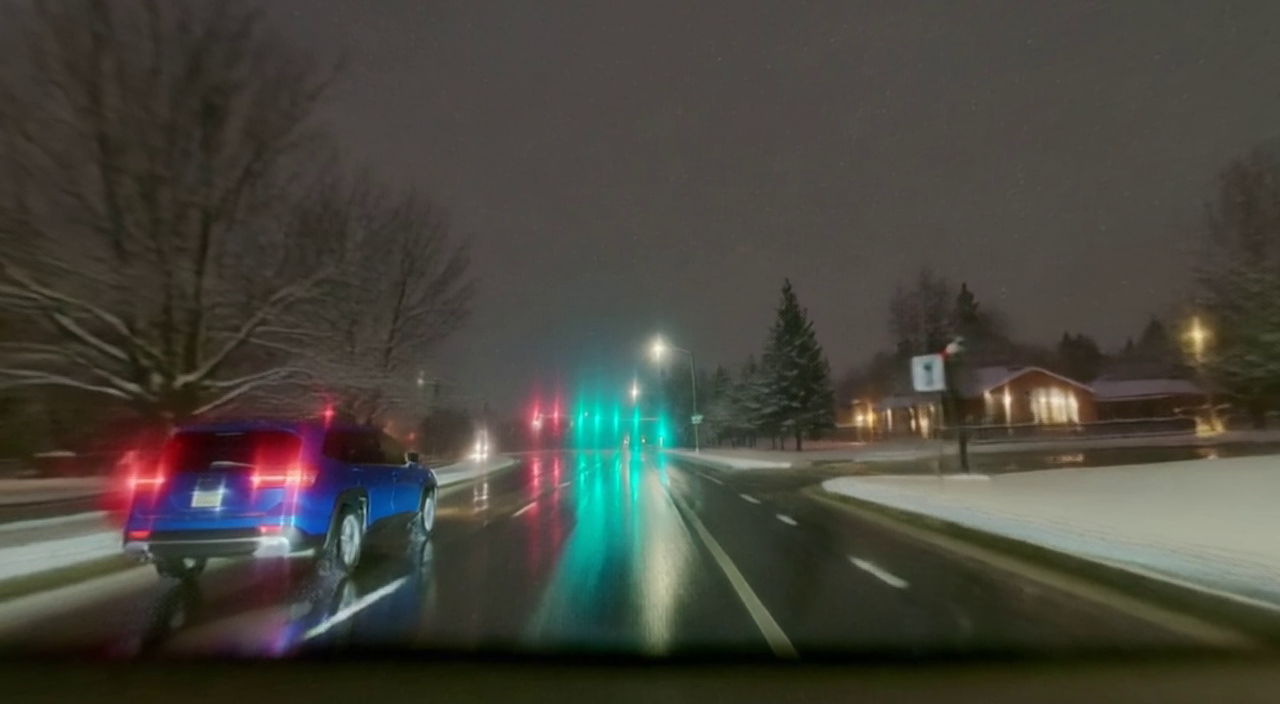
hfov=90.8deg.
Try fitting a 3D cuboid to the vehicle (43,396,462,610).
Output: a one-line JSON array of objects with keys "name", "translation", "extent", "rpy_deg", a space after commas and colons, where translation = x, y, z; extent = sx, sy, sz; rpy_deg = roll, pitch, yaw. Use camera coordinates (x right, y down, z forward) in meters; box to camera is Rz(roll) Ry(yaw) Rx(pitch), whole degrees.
[{"name": "vehicle", "translation": [-3.800, 1.563, 7.440], "extent": [2.121, 1.724, 4.392], "rpy_deg": [-1, -8, 0]}]
